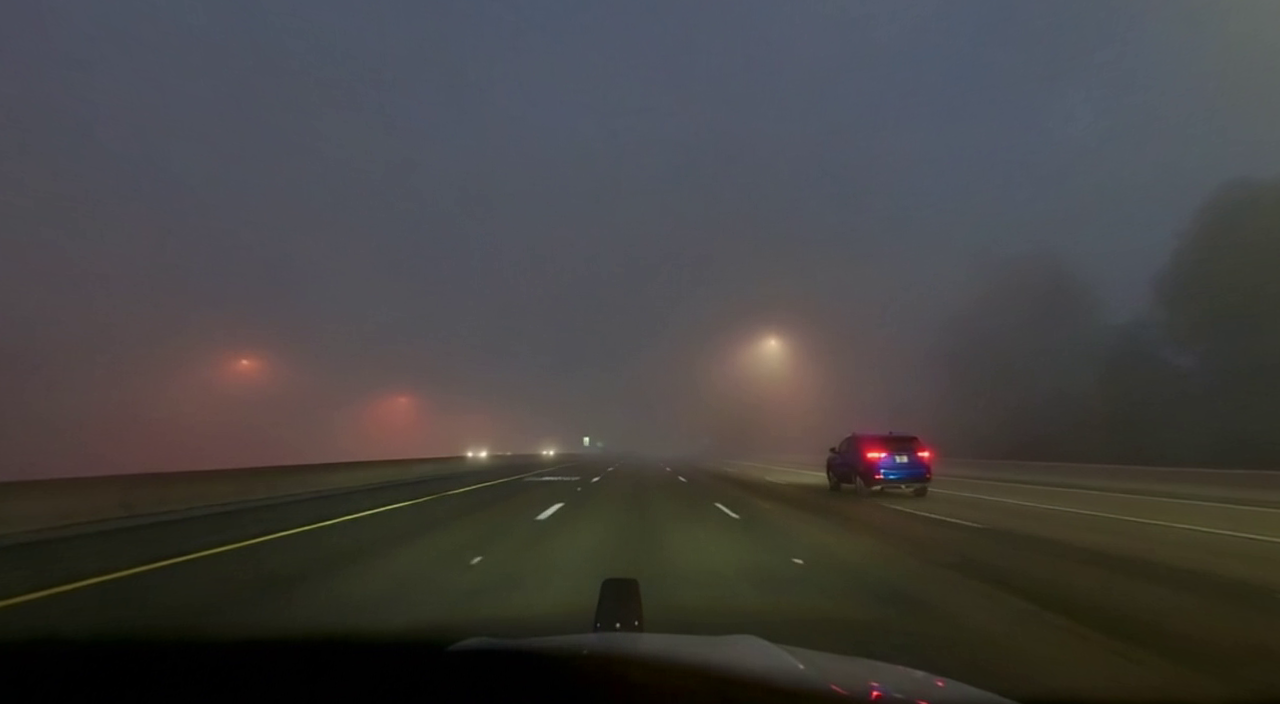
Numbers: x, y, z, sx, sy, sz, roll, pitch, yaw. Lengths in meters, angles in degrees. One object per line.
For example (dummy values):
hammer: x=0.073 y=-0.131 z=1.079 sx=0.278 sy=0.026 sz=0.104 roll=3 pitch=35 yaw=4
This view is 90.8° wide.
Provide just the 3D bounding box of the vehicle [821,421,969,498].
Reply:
vehicle: x=7.095 y=3.059 z=18.251 sx=2.222 sy=1.899 sz=4.595 roll=0 pitch=-9 yaw=-1
